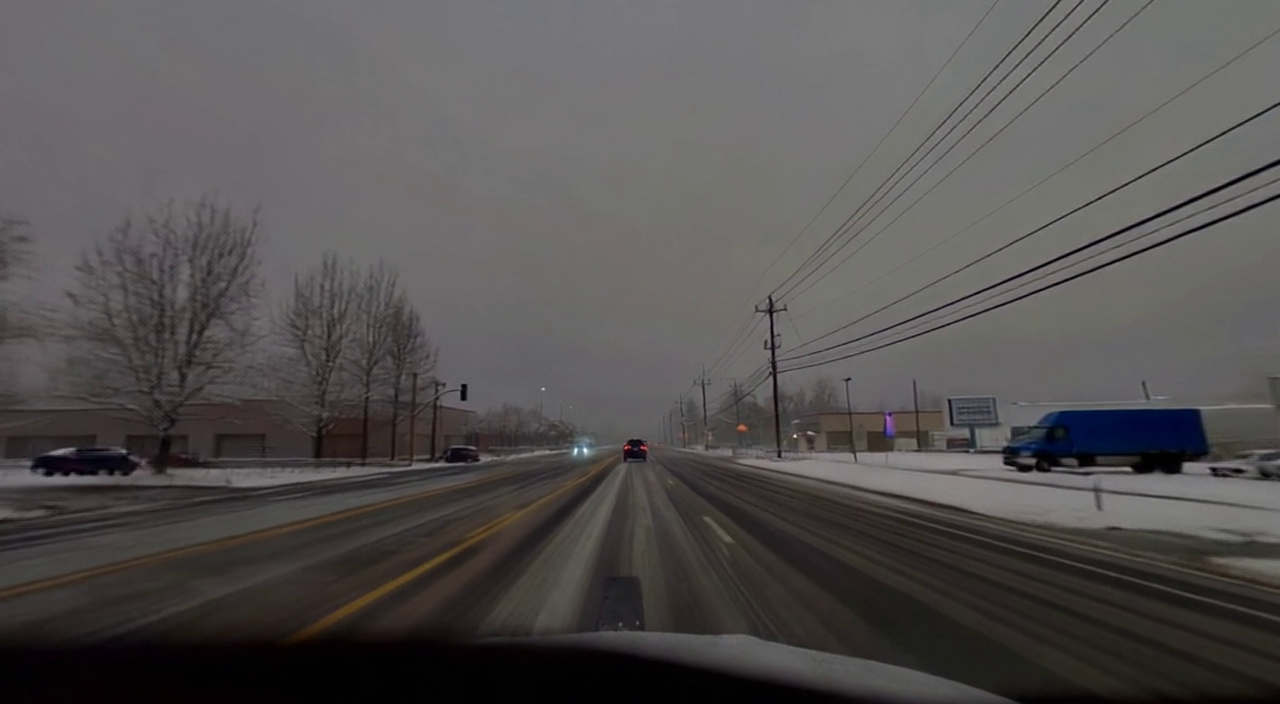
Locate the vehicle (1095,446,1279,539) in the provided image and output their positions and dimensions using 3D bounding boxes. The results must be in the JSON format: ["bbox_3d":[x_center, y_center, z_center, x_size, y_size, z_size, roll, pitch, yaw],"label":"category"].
[{"bbox_3d":[11.753,2.581,11.970,4.758,1.496,1.871,-1,-9,0],"label":"vehicle"}]

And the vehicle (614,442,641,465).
[{"bbox_3d":[-0.879,7.407,46.218,1.937,1.588,3.746,0,-8,0],"label":"vehicle"}]

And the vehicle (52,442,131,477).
[{"bbox_3d":[-31.606,6.143,36.347,4.992,1.876,2.169,-6,-10,35],"label":"vehicle"}]

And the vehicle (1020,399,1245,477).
[{"bbox_3d":[24.620,4.366,31.978,8.701,3.665,2.906,0,-8,1],"label":"vehicle"}]
